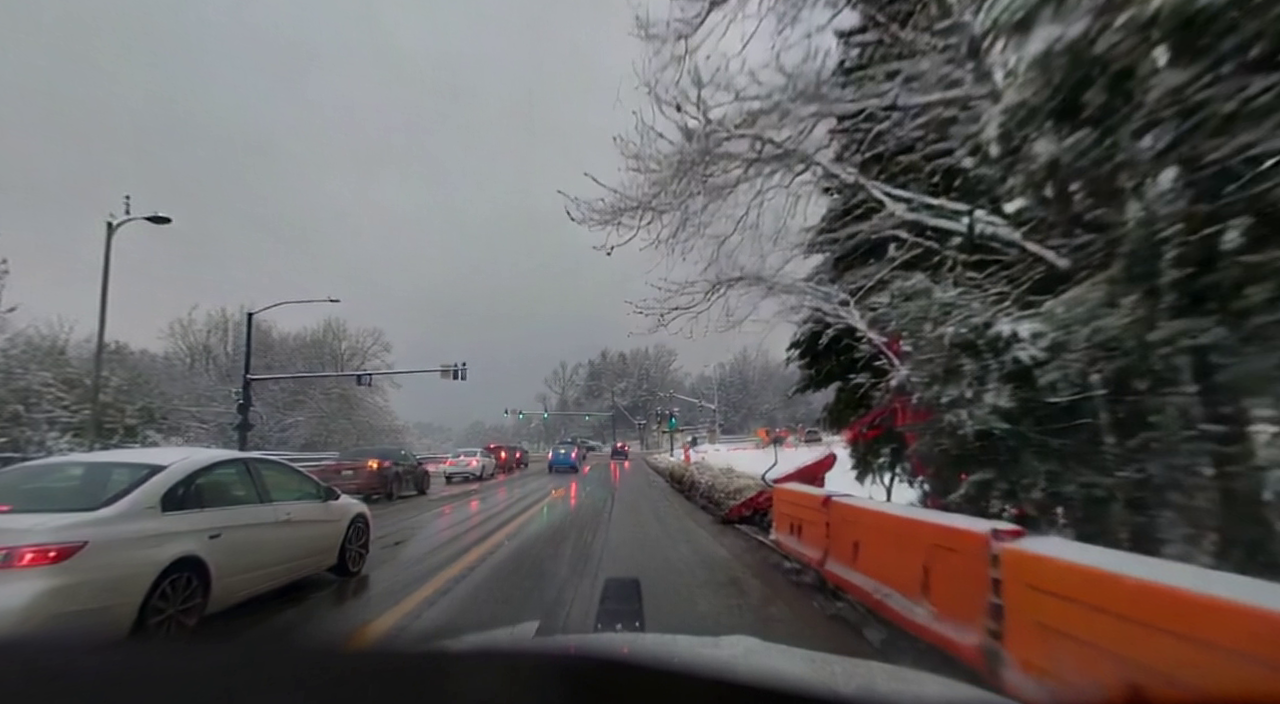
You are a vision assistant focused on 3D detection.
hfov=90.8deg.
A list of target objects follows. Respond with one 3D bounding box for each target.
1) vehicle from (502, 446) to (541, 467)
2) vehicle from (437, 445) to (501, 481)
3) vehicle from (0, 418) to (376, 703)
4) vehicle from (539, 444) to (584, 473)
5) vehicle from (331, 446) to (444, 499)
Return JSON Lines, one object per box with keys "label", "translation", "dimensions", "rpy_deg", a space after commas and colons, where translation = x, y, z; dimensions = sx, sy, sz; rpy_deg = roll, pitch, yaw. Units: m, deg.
{"label": "vehicle", "translation": [-8.527, 7.533, 45.736], "dimensions": [1.933, 1.458, 4.544], "rpy_deg": [0, -8, 0]}
{"label": "vehicle", "translation": [-7.813, 5.102, 29.342], "dimensions": [1.900, 1.507, 4.285], "rpy_deg": [-1, -8, -2]}
{"label": "vehicle", "translation": [-4.048, 1.366, 4.824], "dimensions": [2.026, 1.497, 4.577], "rpy_deg": [-2, -8, 1]}
{"label": "vehicle", "translation": [-4.210, 5.774, 34.523], "dimensions": [2.042, 1.441, 4.172], "rpy_deg": [-1, -8, -2]}
{"label": "vehicle", "translation": [-8.166, 3.908, 20.932], "dimensions": [1.992, 1.446, 4.296], "rpy_deg": [-3, -8, 0]}
